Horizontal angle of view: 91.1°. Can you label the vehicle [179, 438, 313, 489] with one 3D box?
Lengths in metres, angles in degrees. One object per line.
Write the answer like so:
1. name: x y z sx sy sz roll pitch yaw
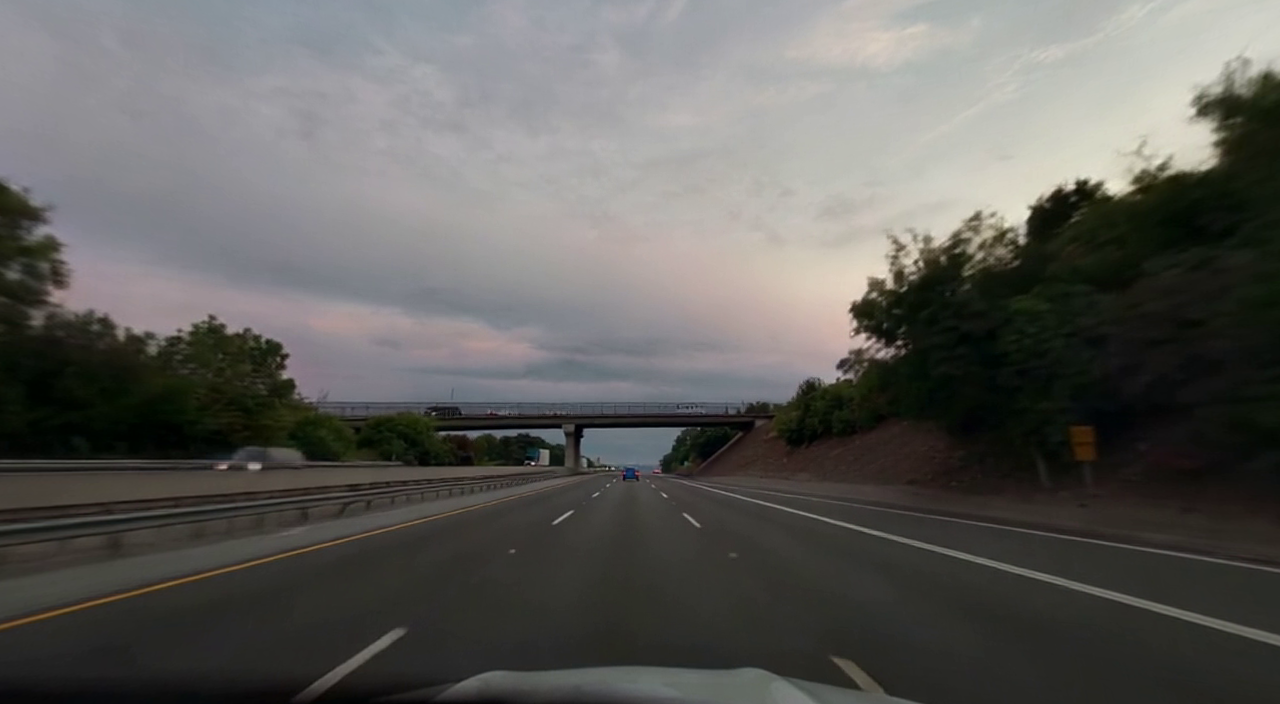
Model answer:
1. vehicle: -15.986 4.623 25.951 2.122 1.838 5.275 1 -11 -1
